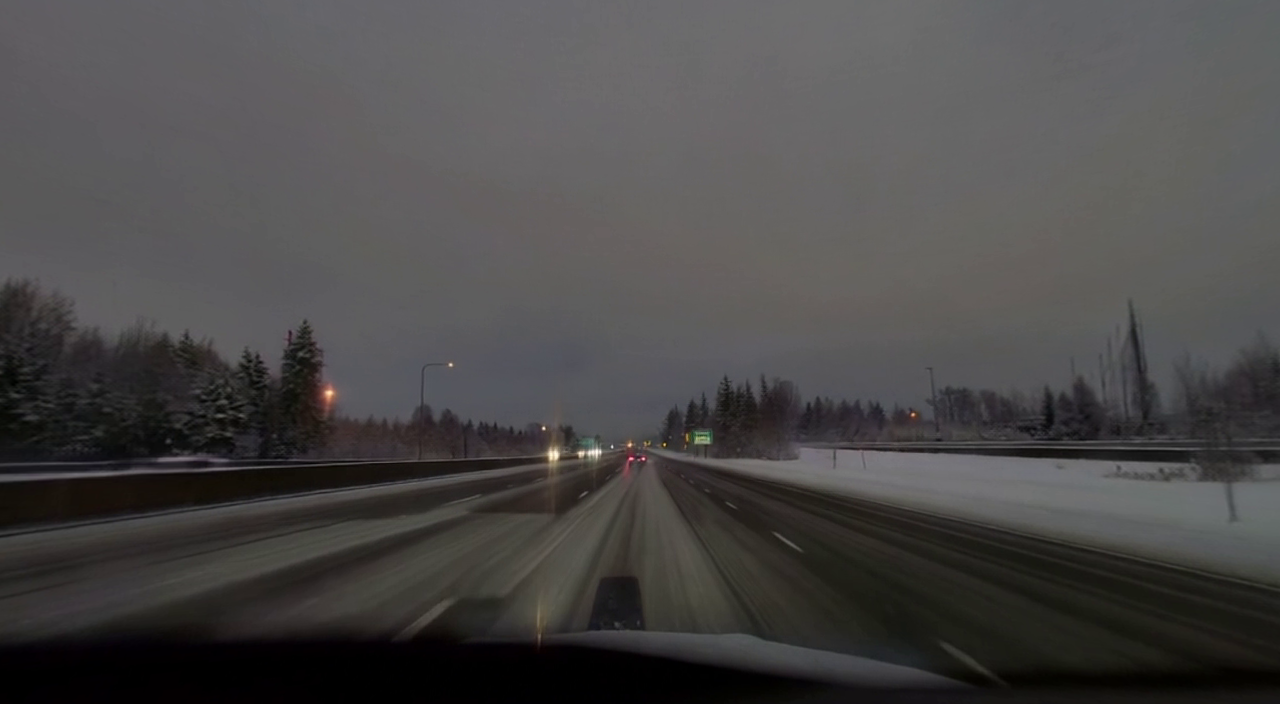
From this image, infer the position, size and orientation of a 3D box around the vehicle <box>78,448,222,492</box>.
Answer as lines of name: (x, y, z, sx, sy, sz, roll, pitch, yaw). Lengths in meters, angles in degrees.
vehicle: (-18.819, 4.530, 24.534, 1.874, 1.512, 4.560, 0, -9, 0)
